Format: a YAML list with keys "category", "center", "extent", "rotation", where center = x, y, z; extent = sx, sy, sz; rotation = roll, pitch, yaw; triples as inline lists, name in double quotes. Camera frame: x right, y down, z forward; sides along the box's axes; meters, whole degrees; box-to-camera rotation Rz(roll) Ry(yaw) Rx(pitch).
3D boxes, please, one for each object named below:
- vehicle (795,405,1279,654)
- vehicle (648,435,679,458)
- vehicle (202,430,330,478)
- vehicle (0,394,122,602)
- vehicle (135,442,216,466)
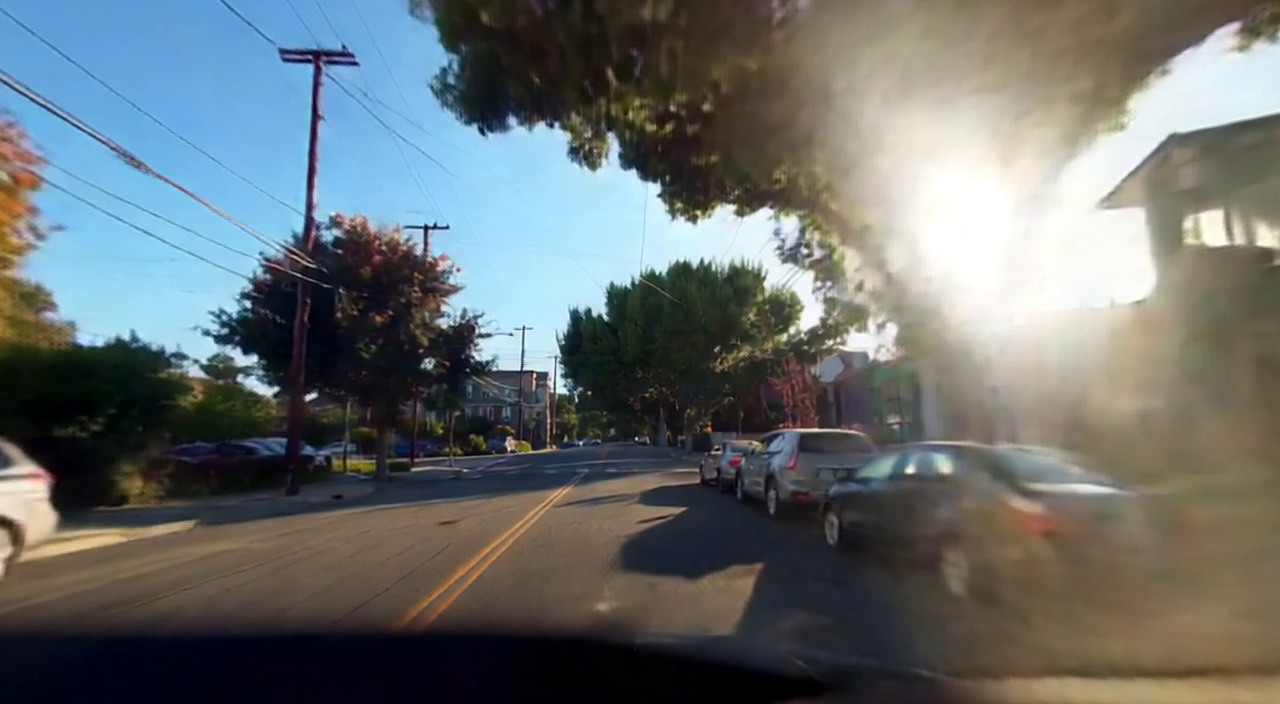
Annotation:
- category: "vehicle"
  center: [3.300, 1.463, 6.475]
  extent: [1.895, 1.537, 4.844]
  rotation: [0, -8, -4]
- category: "vehicle"
  center: [1.740, 7.208, 48.214]
  extent: [1.999, 1.604, 4.065]
  rotation: [0, -8, -3]
- category: "vehicle"
  center: [-17.233, 4.661, 29.232]
  extent: [4.822, 1.868, 2.015]
  rotation: [3, -9, -39]
- category: "vehicle"
  center: [-6.719, 1.200, 4.676]
  extent: [1.992, 1.853, 4.561]
  rotation: [-1, -7, -2]
- category: "vehicle"
  center: [-32.897, 7.225, 44.819]
  extent: [1.732, 1.511, 4.151]
  rotation: [-3, -10, 29]
